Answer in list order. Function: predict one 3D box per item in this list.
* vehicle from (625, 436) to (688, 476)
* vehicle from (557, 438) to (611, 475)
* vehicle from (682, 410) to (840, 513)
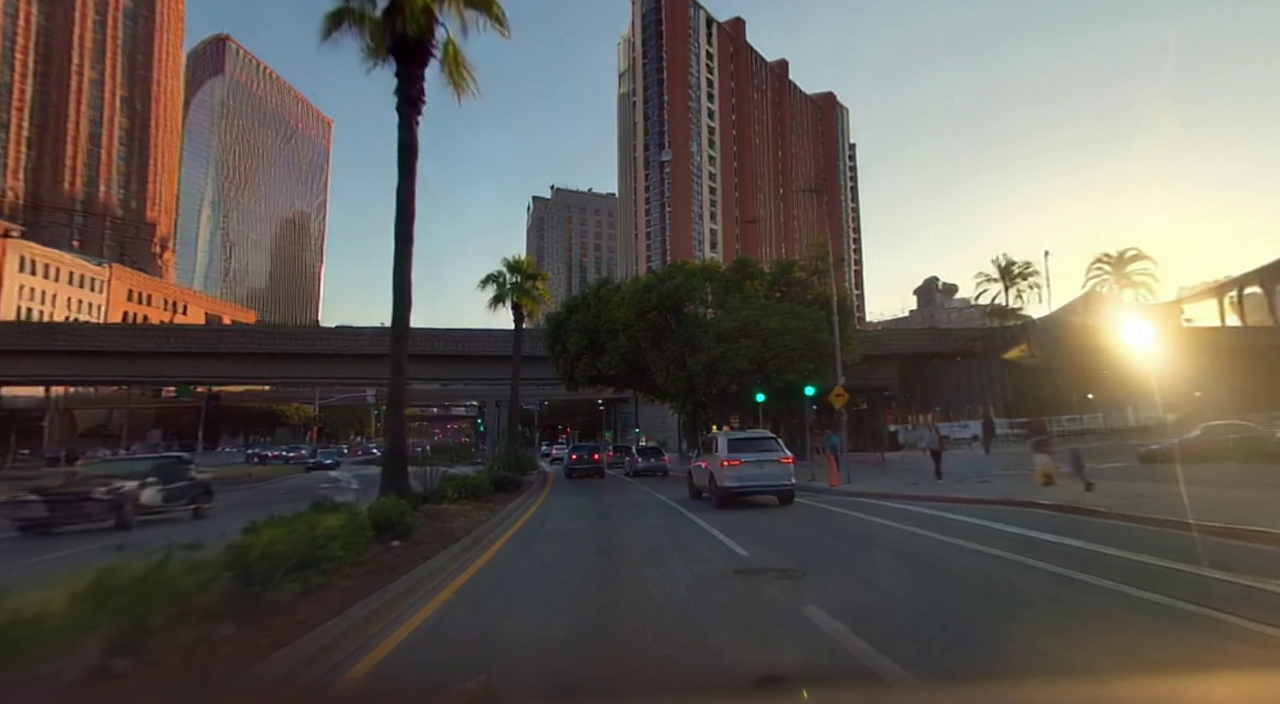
[{"bbox_3d":[0.667,4.848,29.627,2.214,1.711,4.474,1,-9,-9],"label":"vehicle"},{"bbox_3d":[-2.865,5.101,31.074,2.332,1.625,4.933,1,-9,-9],"label":"vehicle"},{"bbox_3d":[2.559,2.542,15.040,2.407,1.991,5.130,0,-9,-4],"label":"vehicle"}]
